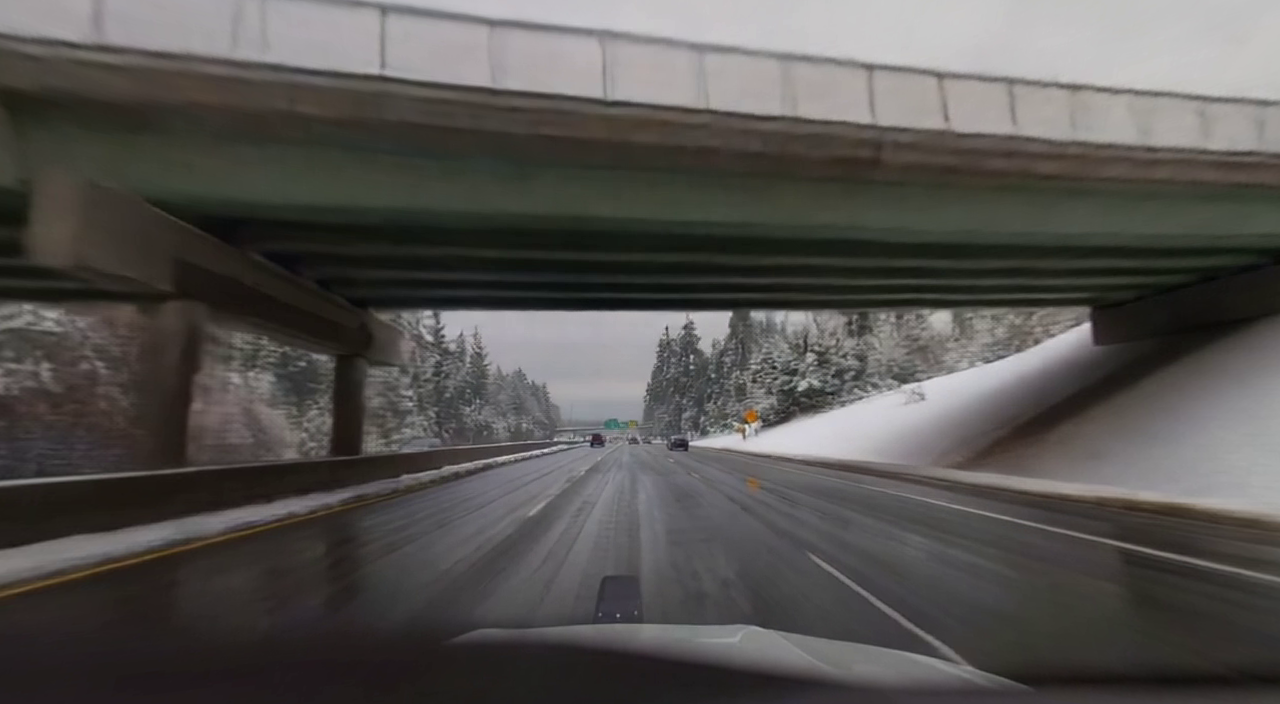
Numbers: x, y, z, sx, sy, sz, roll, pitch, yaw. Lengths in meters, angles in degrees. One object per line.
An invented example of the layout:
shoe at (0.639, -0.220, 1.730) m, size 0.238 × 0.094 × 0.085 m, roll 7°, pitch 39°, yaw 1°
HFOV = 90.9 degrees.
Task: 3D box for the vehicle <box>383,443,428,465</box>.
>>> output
vehicle at (-17.188, 7.460, 46.378) m, size 1.796 × 1.521 × 4.008 m, roll 0°, pitch -8°, yaw -1°
